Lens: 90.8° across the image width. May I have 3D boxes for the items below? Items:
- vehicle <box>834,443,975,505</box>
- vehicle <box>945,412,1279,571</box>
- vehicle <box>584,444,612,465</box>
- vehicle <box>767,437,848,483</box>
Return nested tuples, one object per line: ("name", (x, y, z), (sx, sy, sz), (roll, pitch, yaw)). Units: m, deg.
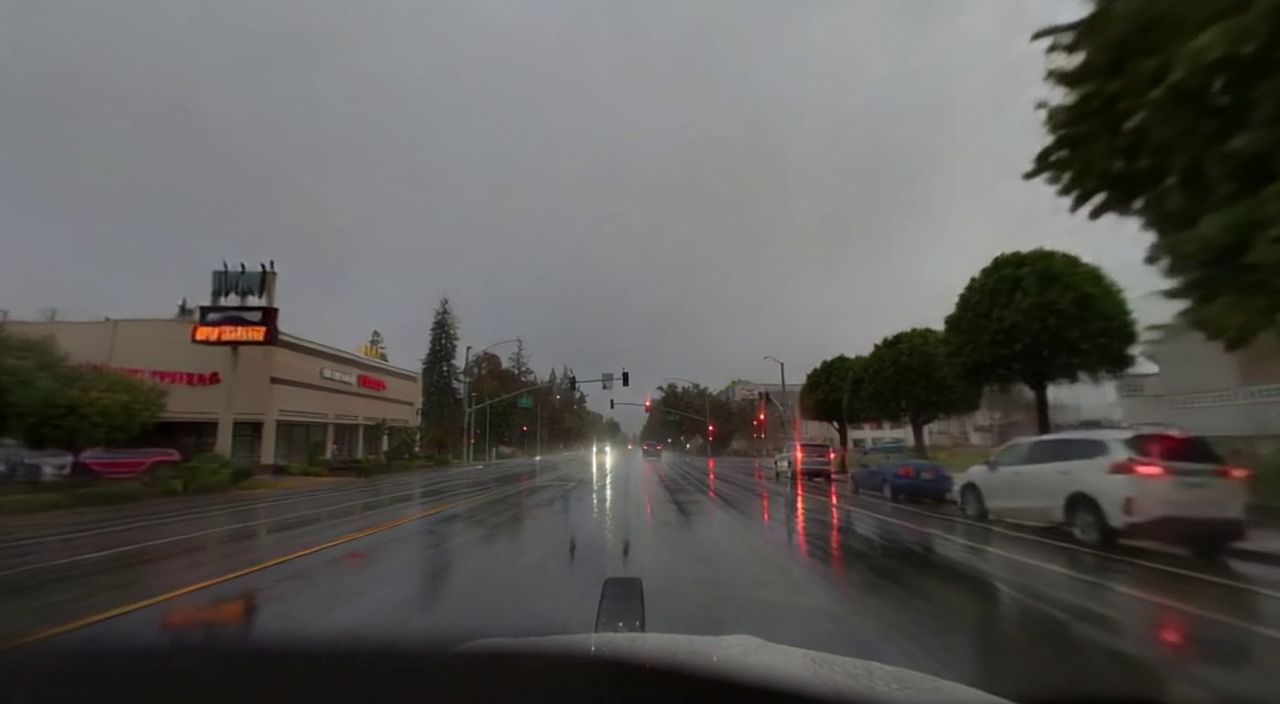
("vehicle", (7.173, 3.329, 17.798), (1.922, 1.473, 4.738), (0, -9, 0))
("vehicle", (7.186, 2.038, 10.018), (2.088, 1.848, 4.936), (0, -9, -2))
("vehicle", (-3.221, 7.957, 49.320), (1.915, 1.553, 3.846), (0, -9, 0))
("vehicle", (7.246, 4.725, 27.953), (2.132, 1.793, 5.003), (0, -9, -1))
